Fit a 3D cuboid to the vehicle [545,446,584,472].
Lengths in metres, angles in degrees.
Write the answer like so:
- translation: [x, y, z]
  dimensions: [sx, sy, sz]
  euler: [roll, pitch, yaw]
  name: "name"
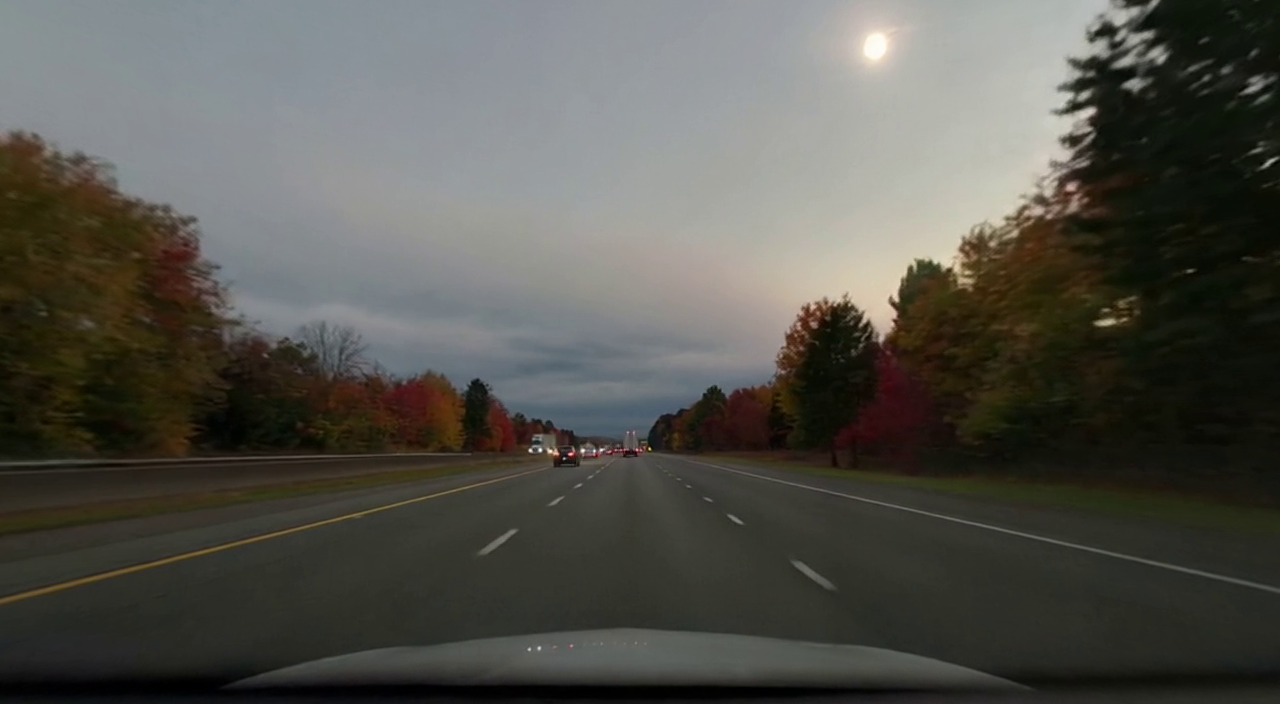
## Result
- translation: [-4.629, 6.612, 38.819]
  dimensions: [1.963, 1.475, 3.665]
  euler: [0, -9, -1]
  name: "vehicle"
